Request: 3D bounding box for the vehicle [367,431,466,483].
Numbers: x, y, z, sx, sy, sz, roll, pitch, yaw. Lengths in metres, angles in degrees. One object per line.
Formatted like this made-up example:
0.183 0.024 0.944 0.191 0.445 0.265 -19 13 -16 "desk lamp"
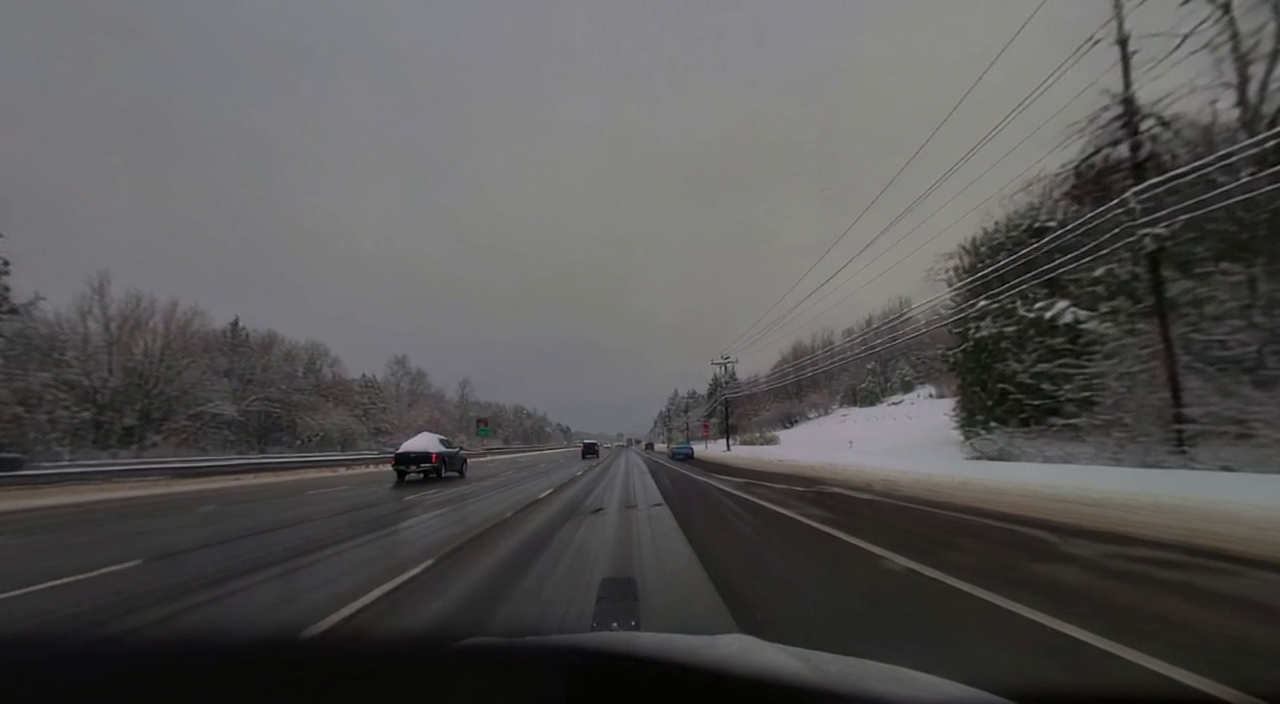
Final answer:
-8.633 4.108 24.990 2.115 1.799 5.444 0 -9 -2 "vehicle"
